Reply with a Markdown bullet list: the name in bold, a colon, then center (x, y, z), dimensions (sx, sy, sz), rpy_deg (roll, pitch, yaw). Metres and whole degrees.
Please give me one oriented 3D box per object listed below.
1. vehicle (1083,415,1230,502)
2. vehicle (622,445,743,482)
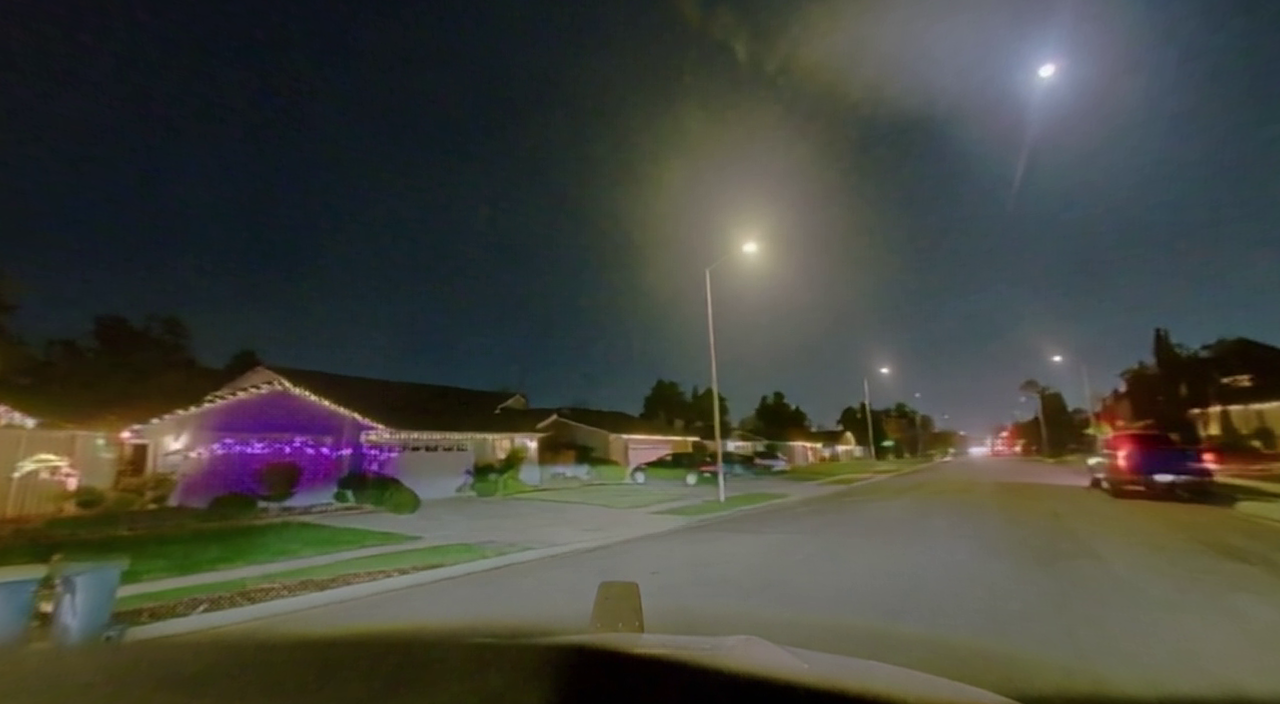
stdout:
- **vehicle**: center (14.136, 2.911, 17.732), dimensions (2.552, 2.024, 5.414), rpy_deg (-6, -10, 34)
- **vehicle**: center (1.797, 4.775, 27.304), dimensions (4.916, 1.485, 1.807), rpy_deg (-5, -10, 28)
